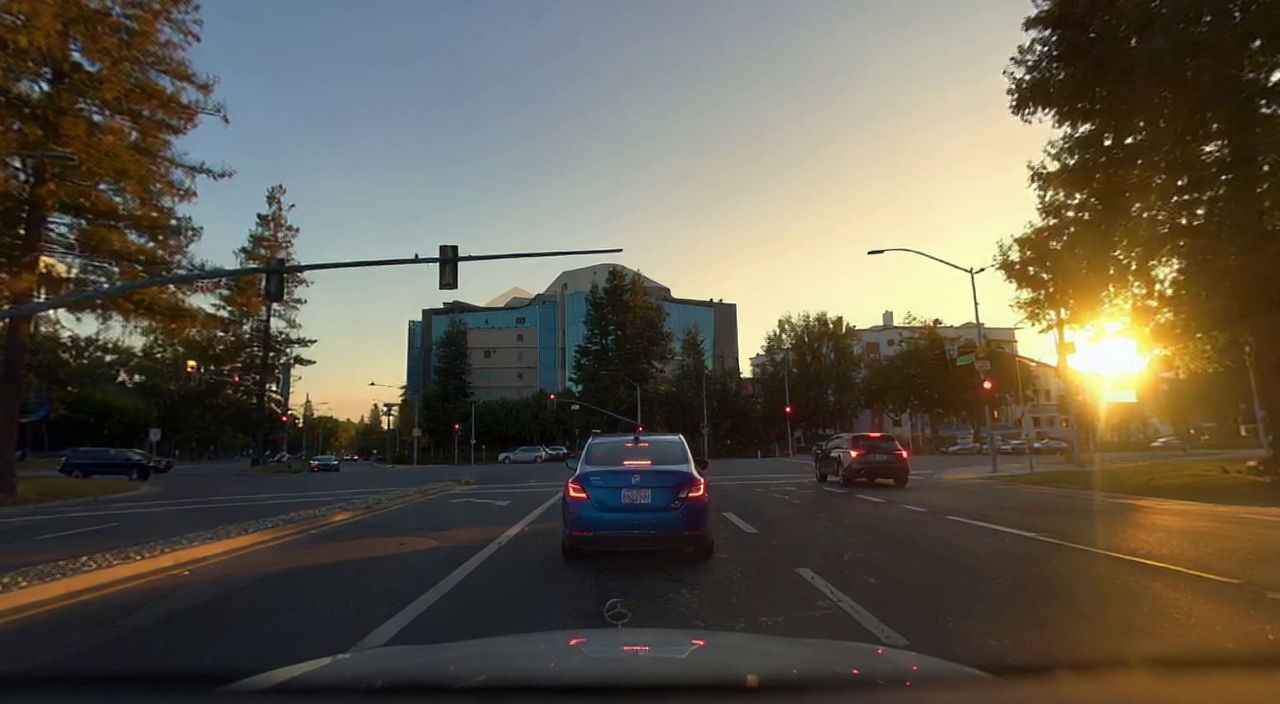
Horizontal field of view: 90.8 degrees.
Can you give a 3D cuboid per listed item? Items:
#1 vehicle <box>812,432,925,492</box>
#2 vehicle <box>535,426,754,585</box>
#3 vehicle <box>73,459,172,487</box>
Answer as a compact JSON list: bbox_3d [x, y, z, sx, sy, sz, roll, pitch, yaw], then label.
[{"bbox_3d":[7.053,3.439,20.068,2.039,1.692,4.319,0,-8,1],"label":"vehicle"},{"bbox_3d":[-0.015,1.767,8.157,2.070,1.488,4.206,0,-8,-2],"label":"vehicle"},{"bbox_3d":[-32.397,7.557,39.641,4.401,1.625,1.863,0,-8,-4],"label":"vehicle"}]
